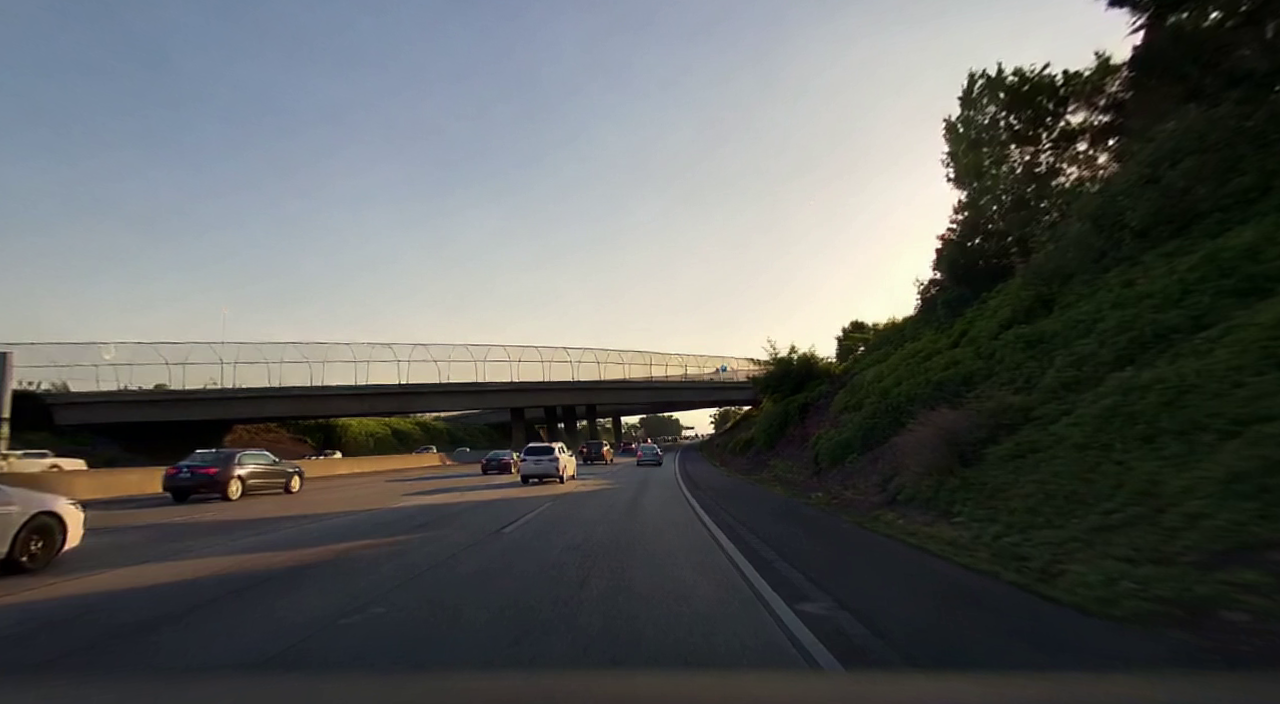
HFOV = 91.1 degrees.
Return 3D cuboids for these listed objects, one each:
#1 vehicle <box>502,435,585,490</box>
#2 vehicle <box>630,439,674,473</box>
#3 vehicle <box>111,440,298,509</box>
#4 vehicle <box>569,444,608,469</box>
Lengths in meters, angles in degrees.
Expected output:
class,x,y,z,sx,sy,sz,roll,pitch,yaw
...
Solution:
class,x,y,z,sx,sy,sz,roll,pitch,yaw
vehicle,-3.303,3.886,22.470,2.161,1.759,4.482,0,-8,2
vehicle,0.651,5.433,33.140,2.160,1.678,4.178,0,-8,2
vehicle,-11.645,3.251,17.259,1.954,1.640,4.339,0,-8,1
vehicle,-3.199,6.617,39.874,1.997,1.490,4.471,0,-8,2
